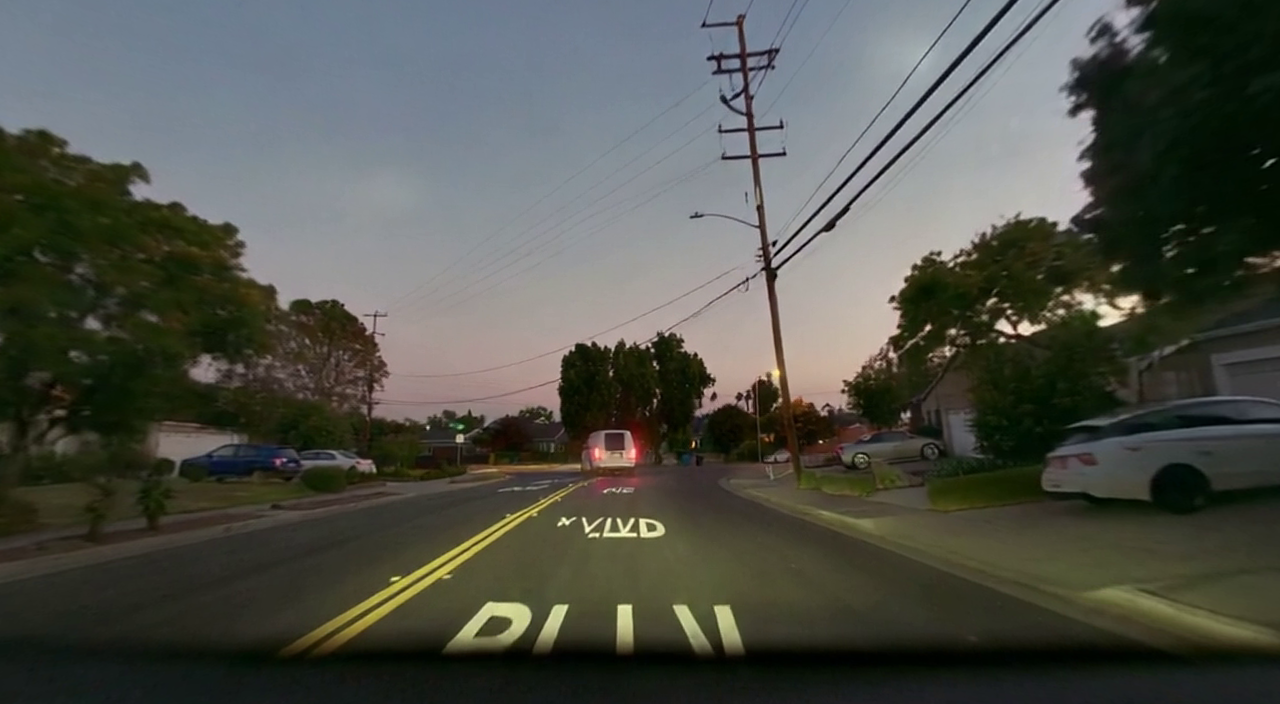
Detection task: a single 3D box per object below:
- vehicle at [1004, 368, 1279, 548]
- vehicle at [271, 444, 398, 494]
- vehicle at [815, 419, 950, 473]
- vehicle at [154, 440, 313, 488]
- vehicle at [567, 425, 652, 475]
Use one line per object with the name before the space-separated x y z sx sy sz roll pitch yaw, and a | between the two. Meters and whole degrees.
vehicle | 8.243 1.356 9.114 4.584 1.817 2.018 -8 -8 -5
vehicle | -13.483 5.231 28.141 4.550 1.655 2.143 -5 -15 -1
vehicle | 10.044 3.967 26.503 4.658 1.536 2.090 -8 -11 1
vehicle | -16.282 4.500 25.532 4.881 1.828 2.111 0 -9 -2
vehicle | -2.233 6.641 43.030 2.929 3.058 7.559 5 -10 -26
